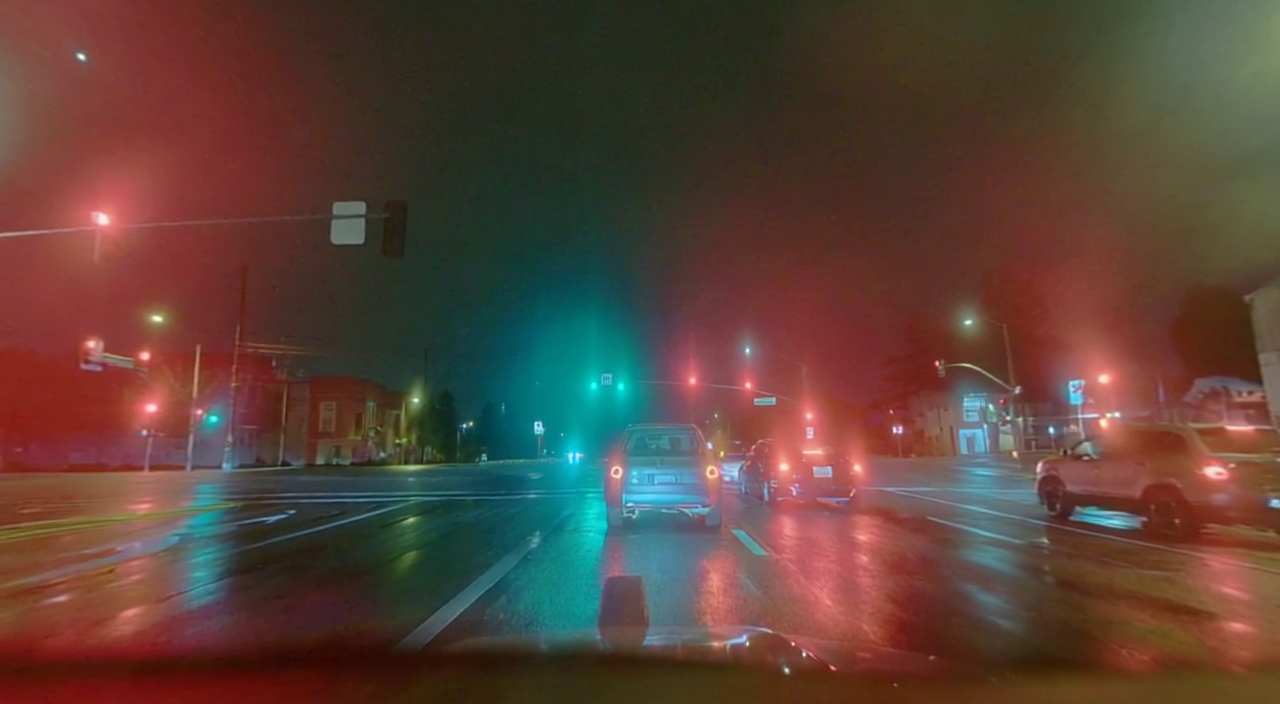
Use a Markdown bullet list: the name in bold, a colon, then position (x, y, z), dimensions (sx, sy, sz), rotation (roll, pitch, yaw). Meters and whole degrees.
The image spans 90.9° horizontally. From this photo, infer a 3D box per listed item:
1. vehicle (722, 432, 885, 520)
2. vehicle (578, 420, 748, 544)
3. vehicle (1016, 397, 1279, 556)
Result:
- **vehicle**: position (2.974, 2.351, 12.507), dimensions (1.994, 1.436, 4.169), rotation (0, -8, -2)
- **vehicle**: position (0.271, 1.957, 10.204), dimensions (2.099, 1.516, 4.681), rotation (0, -8, 0)
- **vehicle**: position (8.486, 1.836, 9.999), dimensions (2.132, 1.892, 4.851), rotation (0, -8, 2)
